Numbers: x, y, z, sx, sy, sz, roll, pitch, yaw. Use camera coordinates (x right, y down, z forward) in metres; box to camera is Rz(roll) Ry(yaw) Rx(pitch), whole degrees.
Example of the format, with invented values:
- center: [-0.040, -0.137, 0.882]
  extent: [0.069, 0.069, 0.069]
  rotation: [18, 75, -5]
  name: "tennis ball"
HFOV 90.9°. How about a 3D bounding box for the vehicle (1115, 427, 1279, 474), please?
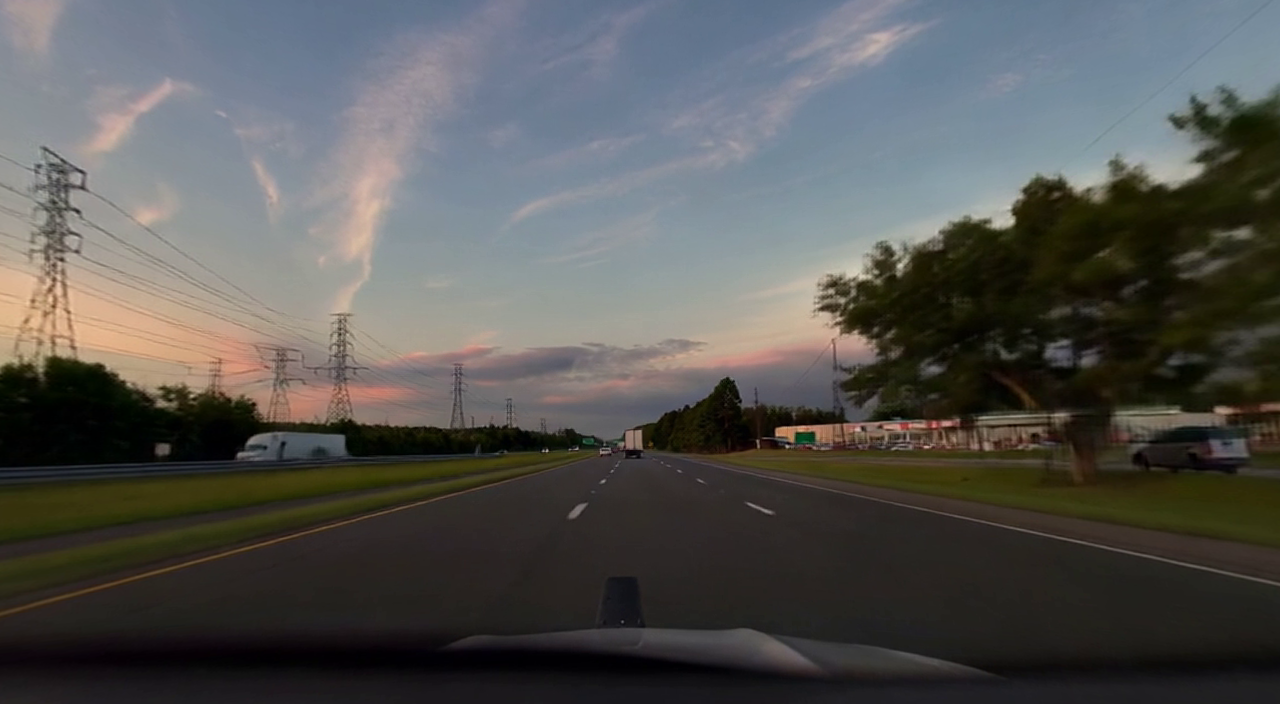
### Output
- center: [20.389, 3.646, 23.360]
  extent: [2.029, 1.578, 4.313]
  rotation: [0, -9, -2]
  name: "vehicle"
